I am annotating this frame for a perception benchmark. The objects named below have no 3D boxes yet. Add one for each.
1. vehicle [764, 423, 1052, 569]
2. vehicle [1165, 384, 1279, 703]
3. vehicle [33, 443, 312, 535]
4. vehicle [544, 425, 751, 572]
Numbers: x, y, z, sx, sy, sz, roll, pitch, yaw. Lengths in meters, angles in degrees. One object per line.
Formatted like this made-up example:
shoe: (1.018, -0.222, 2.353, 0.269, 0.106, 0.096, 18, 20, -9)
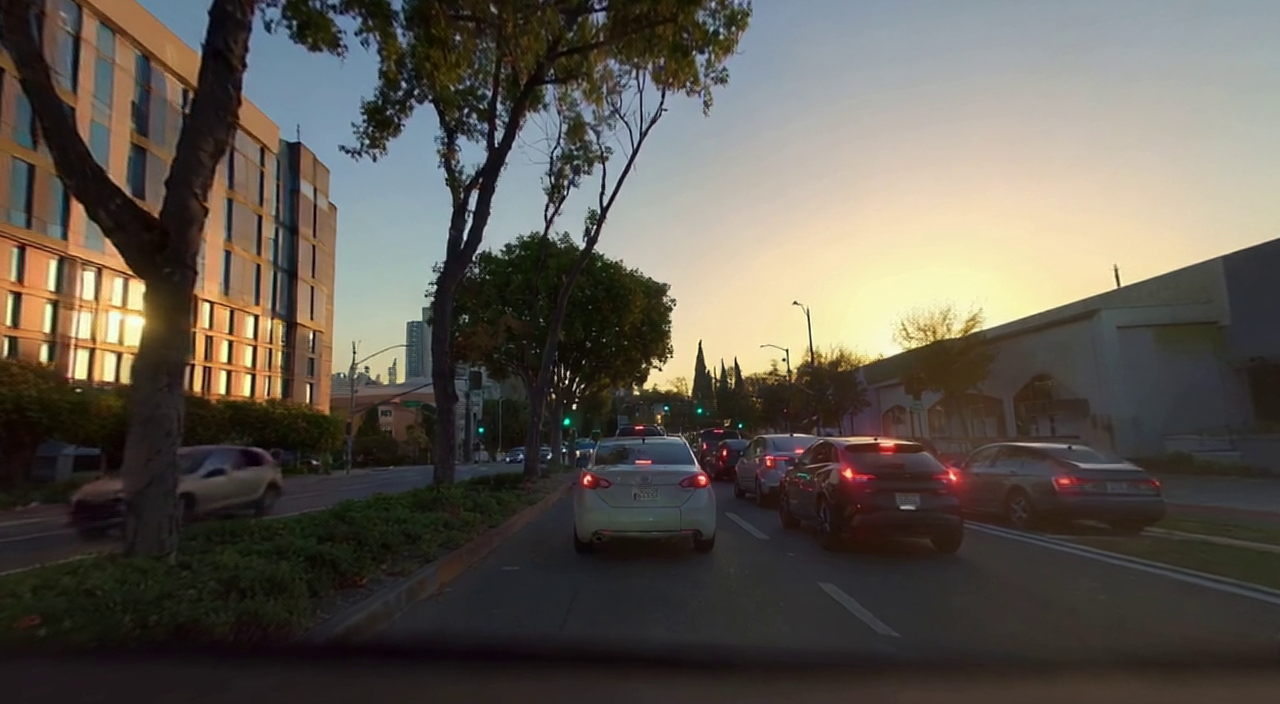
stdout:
vehicle: (3.228, 1.824, 8.859, 1.995, 1.483, 4.533, 0, -8, -1)
vehicle: (3.210, 0.577, 0.256, 1.982, 1.491, 4.664, 0, -8, 0)
vehicle: (-9.184, 2.682, 13.175, 2.000, 1.519, 4.964, 0, -8, 0)
vehicle: (0.034, 1.799, 8.570, 2.105, 1.474, 4.127, 0, -8, -1)
